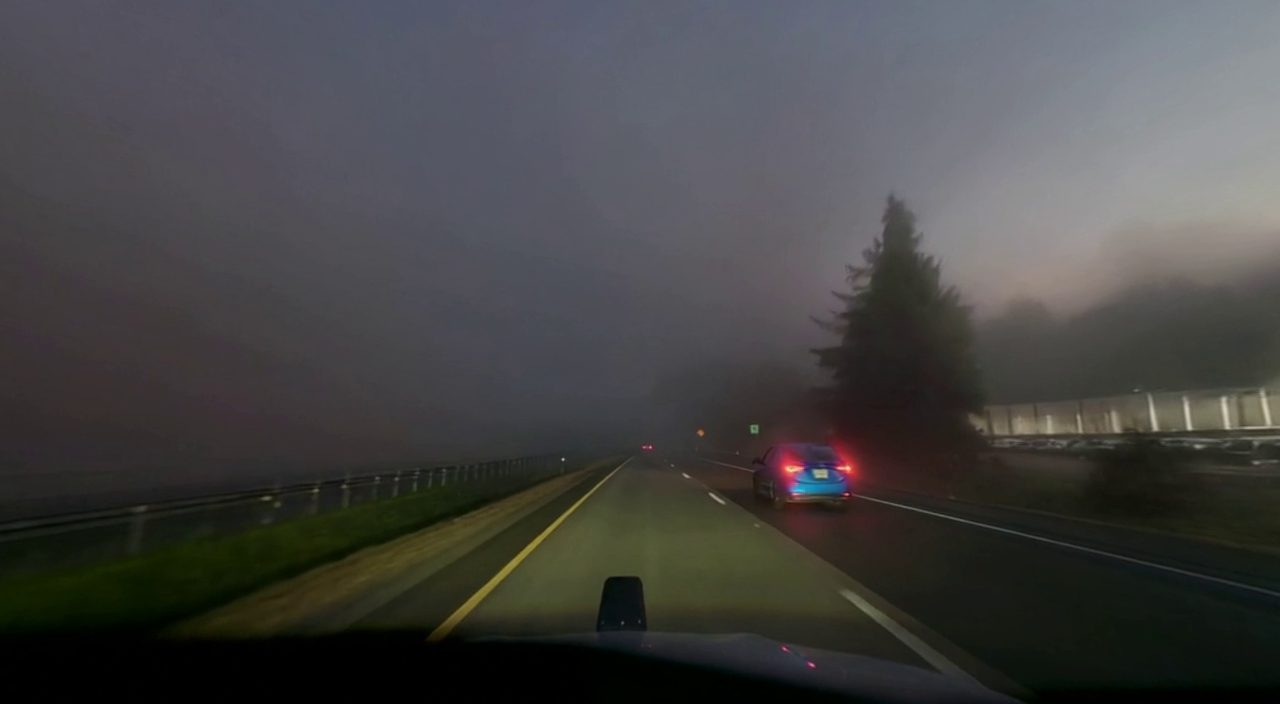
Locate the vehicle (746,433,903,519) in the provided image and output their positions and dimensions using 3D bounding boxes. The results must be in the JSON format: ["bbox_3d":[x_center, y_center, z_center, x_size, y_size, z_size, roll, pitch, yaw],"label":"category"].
[{"bbox_3d":[3.685,2.541,13.416,2.079,1.531,3.997,0,-8,0],"label":"vehicle"}]
